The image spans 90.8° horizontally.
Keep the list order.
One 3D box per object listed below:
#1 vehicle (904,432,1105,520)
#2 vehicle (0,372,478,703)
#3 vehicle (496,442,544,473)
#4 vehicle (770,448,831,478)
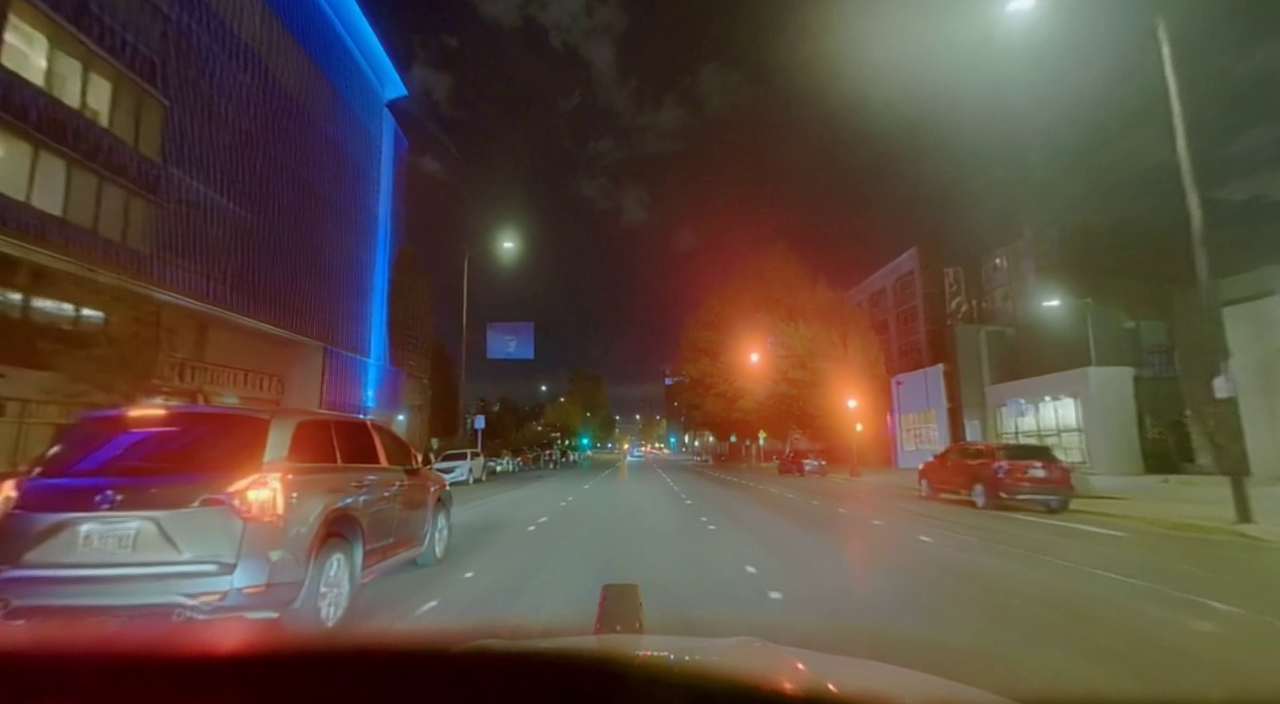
[{"bbox_3d":[9.250,3.154,16.822,2.129,1.929,5.537,-1,-8,1],"label":"vehicle"},{"bbox_3d":[-3.030,1.304,5.577,2.002,1.756,4.366,0,-8,0],"label":"vehicle"},{"bbox_3d":[-6.947,6.141,37.123,1.848,1.710,4.354,-1,-8,2],"label":"vehicle"},{"bbox_3d":[8.694,6.037,34.649,1.954,1.478,4.625,0,-8,-2],"label":"vehicle"}]
